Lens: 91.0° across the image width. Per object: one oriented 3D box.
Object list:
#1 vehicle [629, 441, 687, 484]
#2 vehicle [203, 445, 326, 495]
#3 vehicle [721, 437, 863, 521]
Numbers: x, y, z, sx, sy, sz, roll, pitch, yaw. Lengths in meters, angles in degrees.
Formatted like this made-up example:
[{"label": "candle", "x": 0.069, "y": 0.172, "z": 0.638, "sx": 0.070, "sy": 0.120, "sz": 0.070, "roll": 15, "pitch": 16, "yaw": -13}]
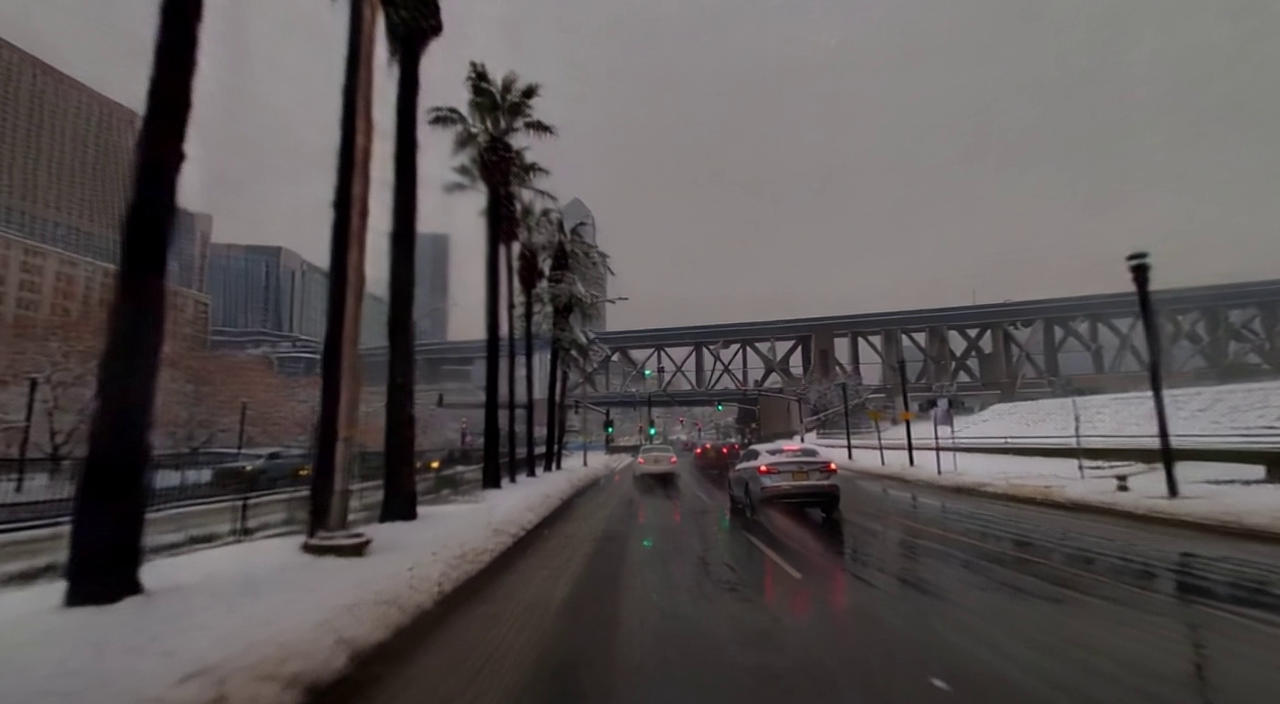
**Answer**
[{"label": "vehicle", "x": 0.759, "y": 4.211, "z": 24.326, "sx": 2.077, "sy": 1.518, "sz": 3.760, "roll": -1, "pitch": -9, "yaw": 4}, {"label": "vehicle", "x": -15.567, "y": 4.884, "z": 26.510, "sx": 2.048, "sy": 1.830, "sz": 5.136, "roll": -1, "pitch": -9, "yaw": -1}, {"label": "vehicle", "x": 3.069, "y": 2.677, "z": 13.916, "sx": 2.051, "sy": 1.509, "sz": 4.933, "roll": 0, "pitch": -9, "yaw": 2}]
